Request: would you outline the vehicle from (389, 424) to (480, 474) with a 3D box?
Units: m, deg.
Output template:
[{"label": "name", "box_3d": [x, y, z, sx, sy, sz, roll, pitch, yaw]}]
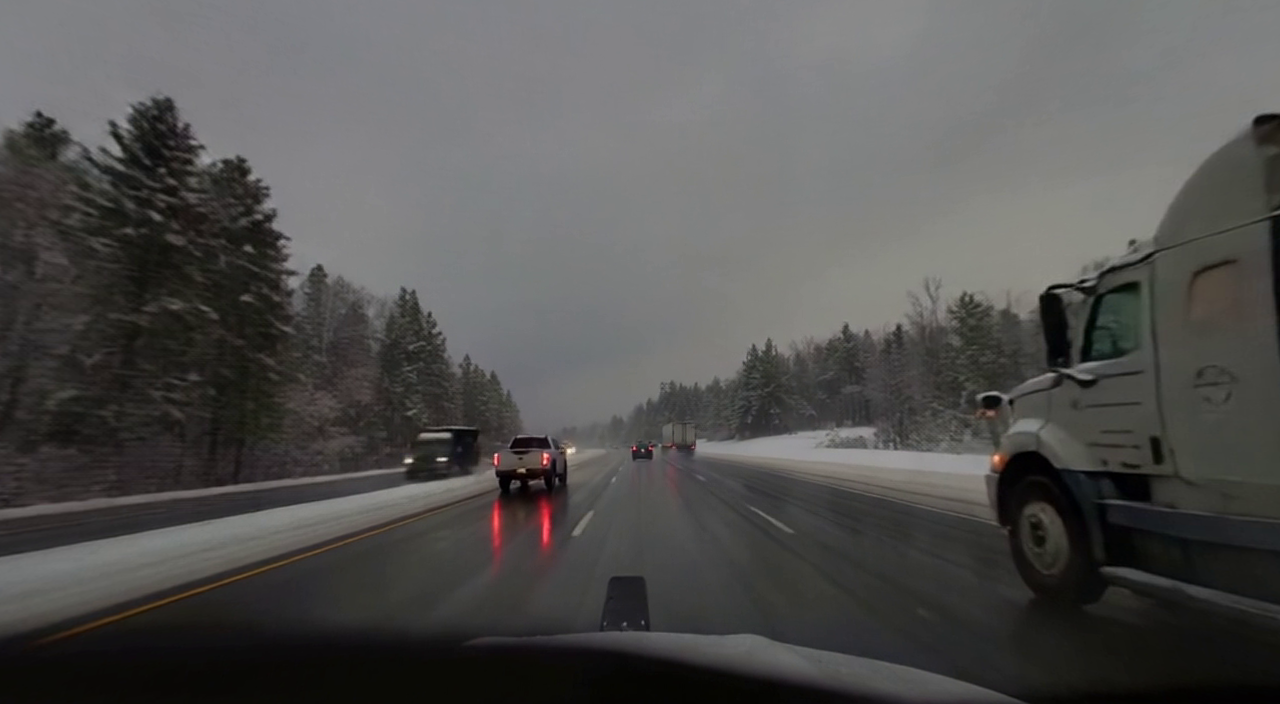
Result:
[{"label": "vehicle", "box_3d": [-10.563, 5.063, 32.983, 2.533, 2.313, 6.197, 0, -8, 1]}]

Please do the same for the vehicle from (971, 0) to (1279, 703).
[{"label": "vehicle", "box_3d": [4.795, 0.183, 4.001, 3.306, 3.639, 3.451, 0, -8, 0]}]

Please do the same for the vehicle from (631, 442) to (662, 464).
[{"label": "vehicle", "box_3d": [0.470, 7.159, 44.854, 2.152, 1.484, 4.211, 0, -8, 1]}]

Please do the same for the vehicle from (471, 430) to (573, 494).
[{"label": "vehicle", "box_3d": [-3.342, 3.230, 18.876, 2.077, 1.669, 4.739, 0, -8, 1]}]
